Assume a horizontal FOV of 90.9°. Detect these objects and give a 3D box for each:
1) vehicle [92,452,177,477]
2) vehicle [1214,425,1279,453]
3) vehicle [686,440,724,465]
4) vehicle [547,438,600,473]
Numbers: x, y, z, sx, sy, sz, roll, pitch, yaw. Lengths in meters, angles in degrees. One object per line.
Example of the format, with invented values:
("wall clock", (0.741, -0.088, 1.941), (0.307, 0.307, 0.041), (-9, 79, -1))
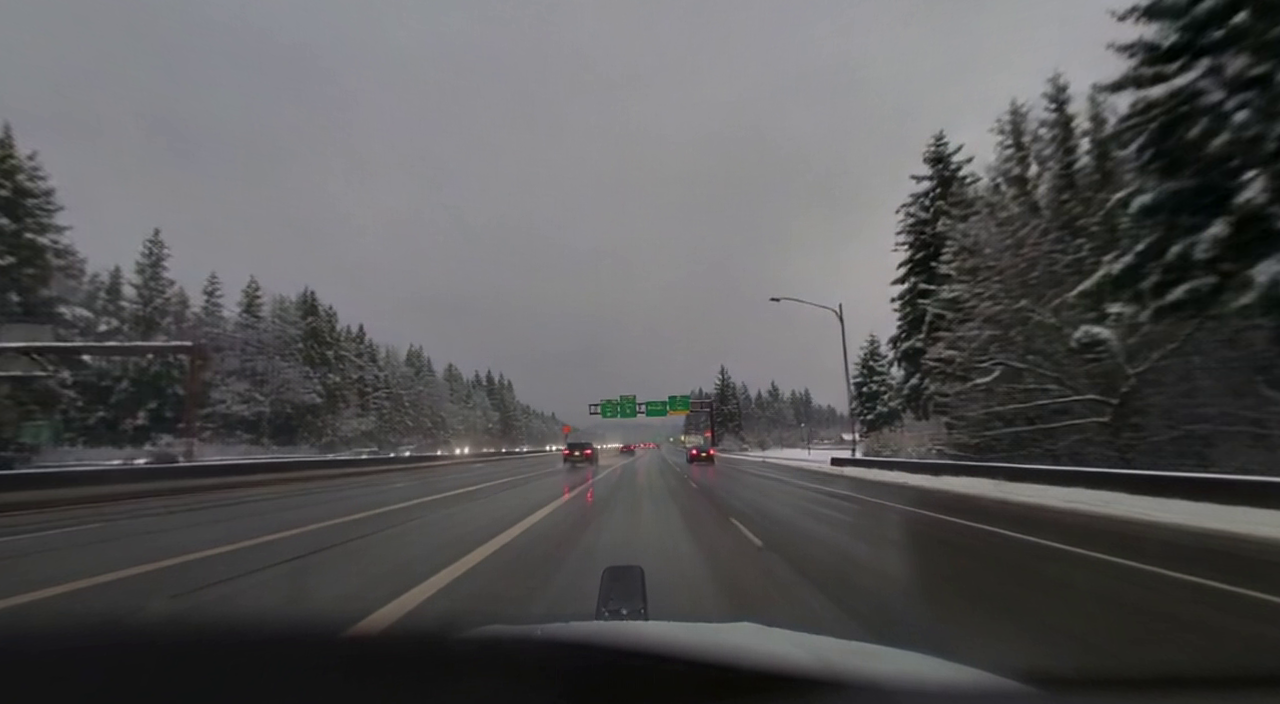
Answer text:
("vehicle", (-31.557, 6.995, 39.515), (1.764, 1.427, 4.243), (0, -8, 1))
("vehicle", (36.949, 5.155, 37.315), (4.052, 1.601, 1.838), (0, -9, -1))
("vehicle", (4.611, 7.190, 45.171), (2.229, 1.704, 4.392), (0, -8, 0))
("vehicle", (-3.431, 5.444, 33.447), (2.196, 1.733, 4.355), (0, -8, 2))
